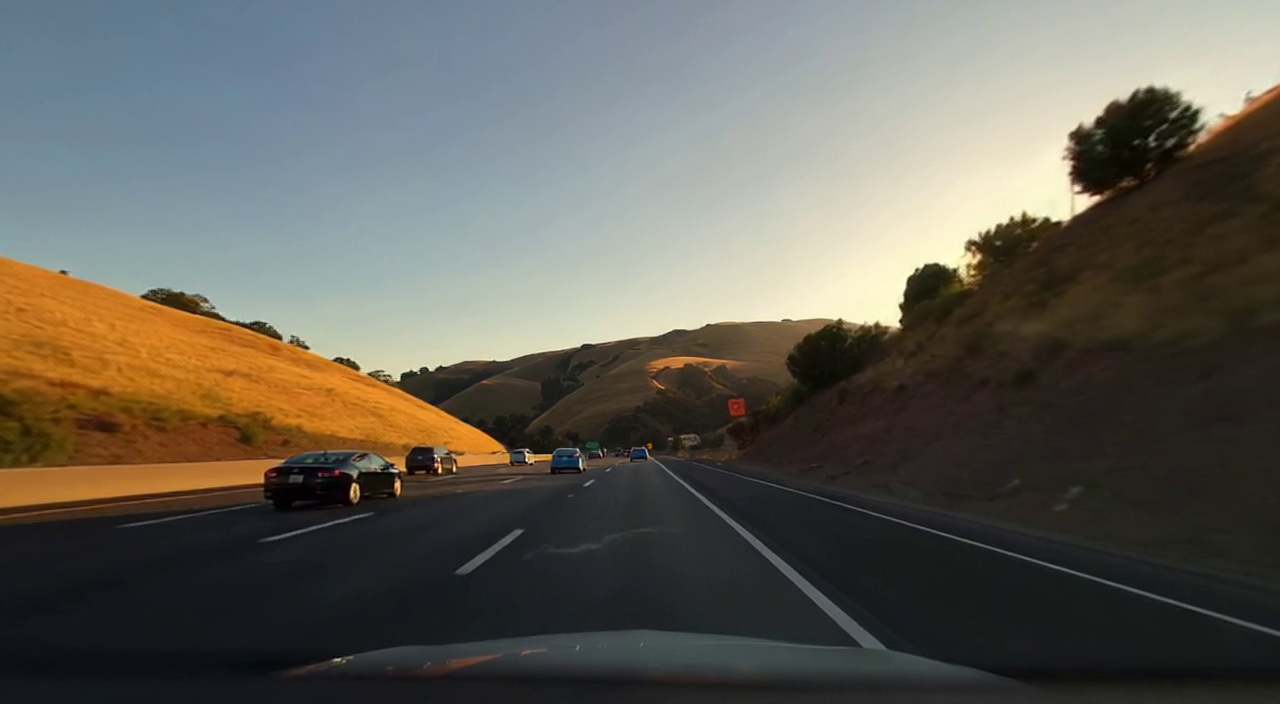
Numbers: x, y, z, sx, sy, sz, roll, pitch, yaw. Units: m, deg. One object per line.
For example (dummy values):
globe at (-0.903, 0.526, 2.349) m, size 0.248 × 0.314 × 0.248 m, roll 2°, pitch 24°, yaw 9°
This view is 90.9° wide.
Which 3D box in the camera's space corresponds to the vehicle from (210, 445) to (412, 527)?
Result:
vehicle at (-6.731, 2.744, 13.576) m, size 1.991 × 1.441 × 4.265 m, roll 0°, pitch -8°, yaw 1°

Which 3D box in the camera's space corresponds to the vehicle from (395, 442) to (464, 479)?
vehicle at (-10.879, 5.617, 32.992) m, size 2.025 × 1.750 × 4.505 m, roll 0°, pitch -8°, yaw 0°

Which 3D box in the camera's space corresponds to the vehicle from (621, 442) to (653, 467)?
vehicle at (-0.241, 7.251, 44.986) m, size 2.225 × 1.674 × 4.044 m, roll 0°, pitch -8°, yaw -1°

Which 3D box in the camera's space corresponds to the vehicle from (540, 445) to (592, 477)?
vehicle at (-3.726, 5.583, 32.693) m, size 2.144 × 1.505 × 4.649 m, roll 0°, pitch -8°, yaw 0°
